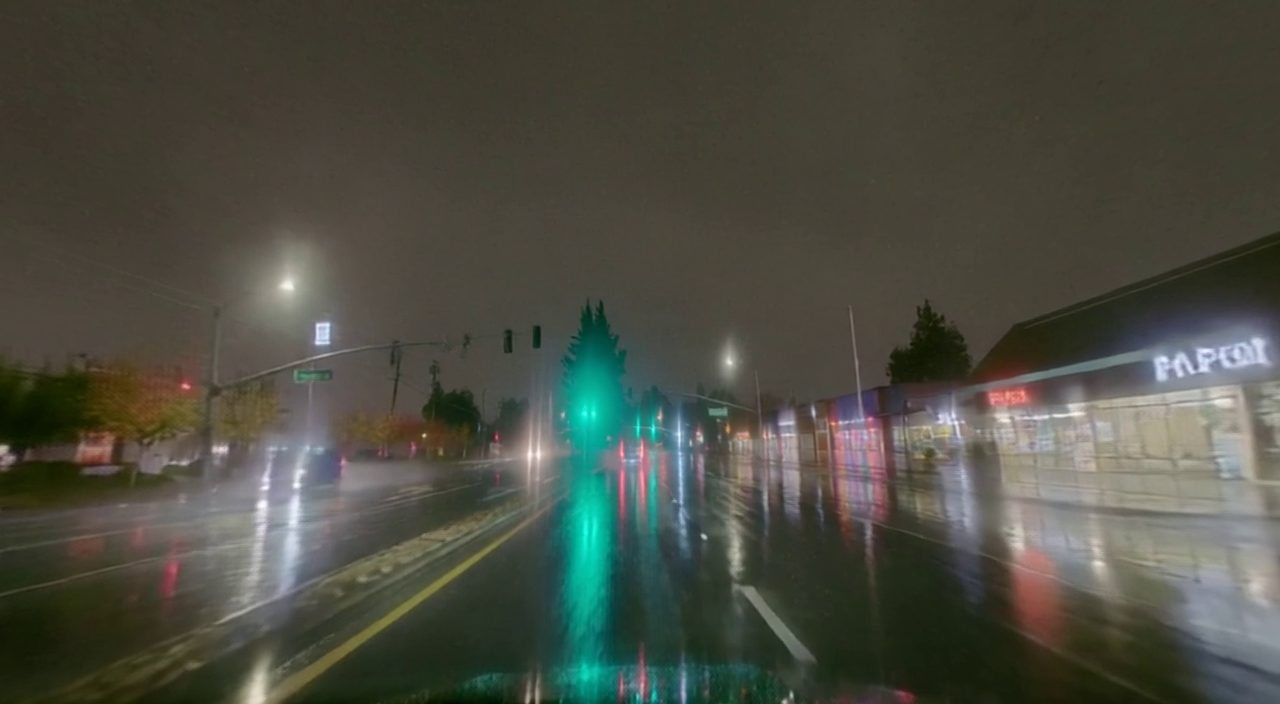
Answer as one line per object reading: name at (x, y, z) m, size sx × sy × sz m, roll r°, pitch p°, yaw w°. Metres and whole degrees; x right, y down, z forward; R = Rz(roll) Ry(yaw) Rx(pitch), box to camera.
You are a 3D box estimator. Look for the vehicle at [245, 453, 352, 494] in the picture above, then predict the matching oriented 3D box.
vehicle at (-14.370, 5.117, 26.978) m, size 1.896 × 1.485 × 4.655 m, roll 0°, pitch -8°, yaw 1°
